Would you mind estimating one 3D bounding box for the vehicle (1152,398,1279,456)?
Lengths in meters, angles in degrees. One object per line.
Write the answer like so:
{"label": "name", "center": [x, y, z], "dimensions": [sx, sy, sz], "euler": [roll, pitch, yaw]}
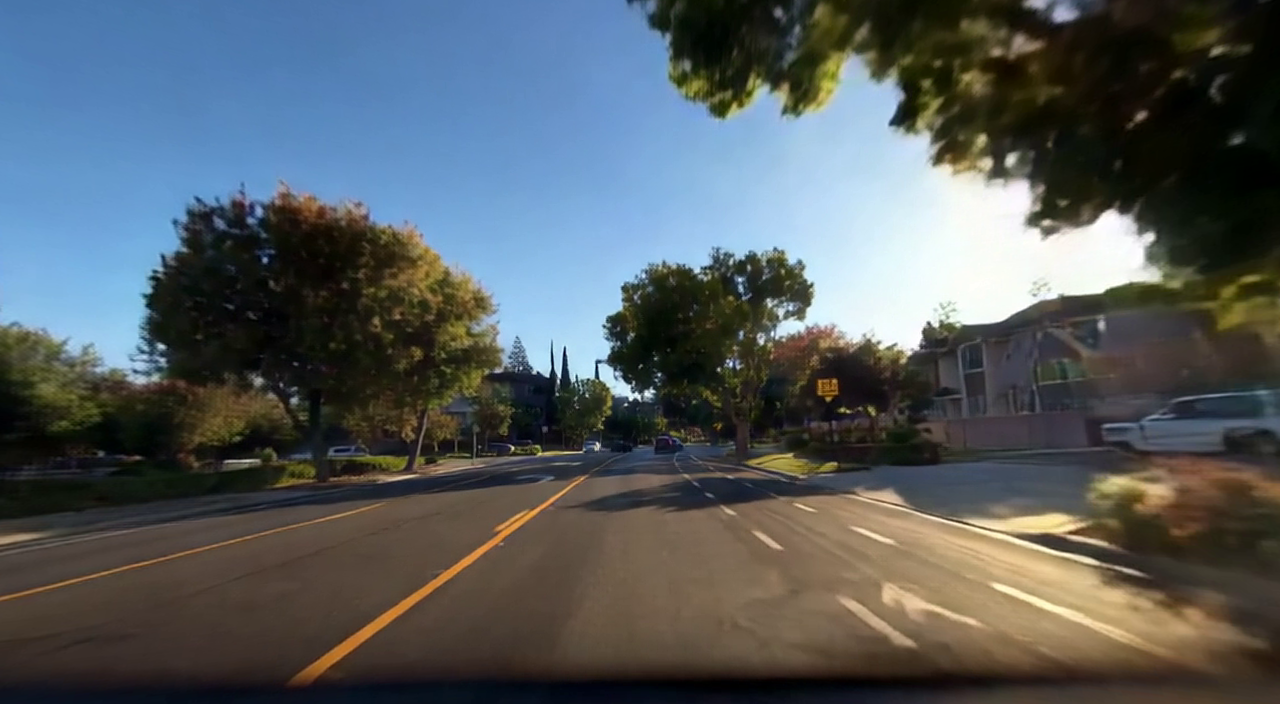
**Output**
{"label": "vehicle", "center": [19.860, 2.499, 21.009], "dimensions": [1.924, 1.703, 4.254], "euler": [-4, -9, -1]}
